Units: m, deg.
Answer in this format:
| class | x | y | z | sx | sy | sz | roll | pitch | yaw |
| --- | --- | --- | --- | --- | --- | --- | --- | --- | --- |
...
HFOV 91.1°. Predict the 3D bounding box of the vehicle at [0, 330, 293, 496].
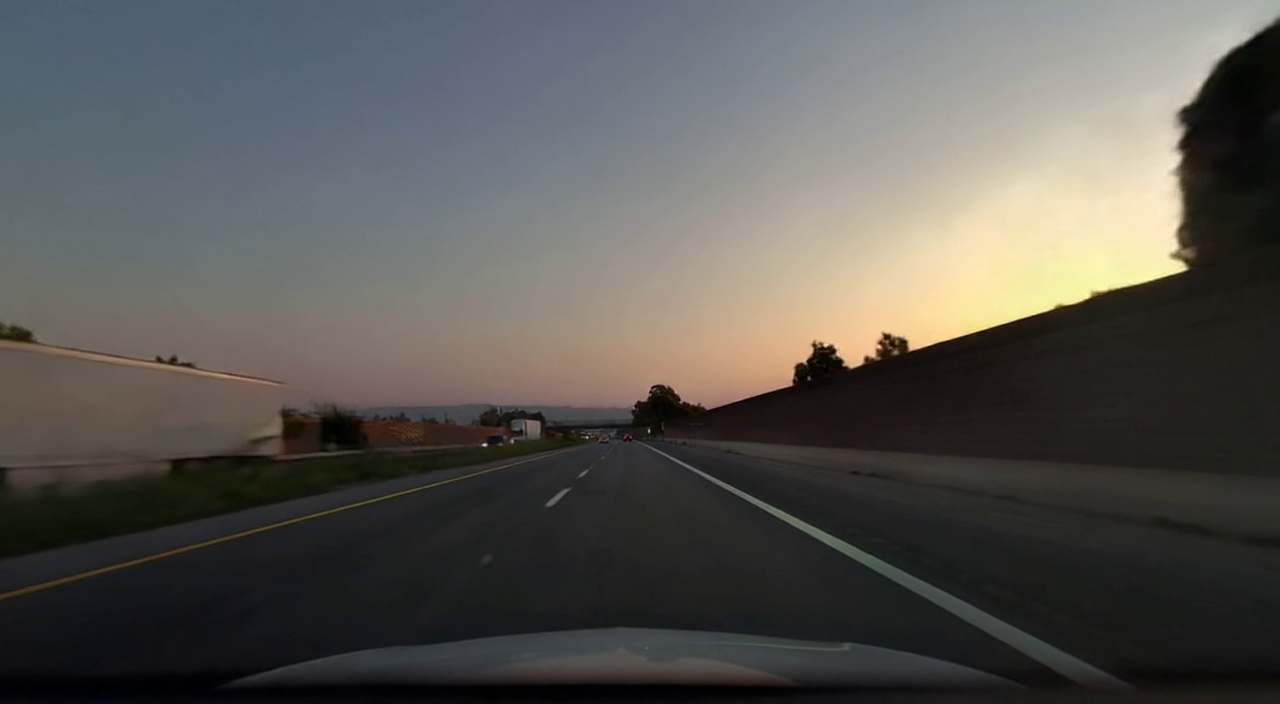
| class | x | y | z | sx | sy | sz | roll | pitch | yaw |
| --- | --- | --- | --- | --- | --- | --- | --- | --- | --- |
| vehicle | -16.954 | 2.100 | 19.323 | 3.459 | 3.900 | 16.947 | -2 | -8 | -1 |
